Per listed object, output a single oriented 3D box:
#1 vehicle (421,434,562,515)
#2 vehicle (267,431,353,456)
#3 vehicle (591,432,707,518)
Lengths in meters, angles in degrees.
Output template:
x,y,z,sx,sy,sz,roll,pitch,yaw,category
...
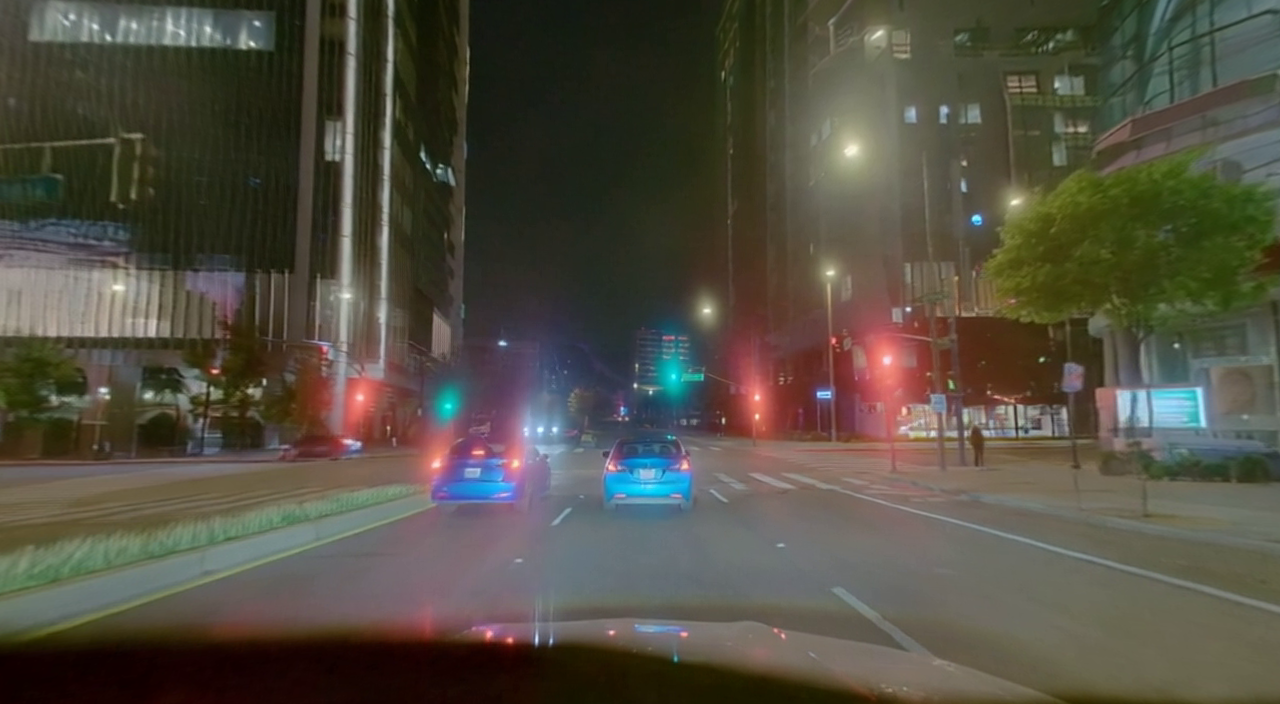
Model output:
x,y,z,sx,sy,sz,roll,pitch,yaw,category
-3.017,2.596,13.977,1.995,1.479,4.627,0,-8,0,vehicle
-21.337,5.960,41.075,4.533,1.520,1.887,2,-9,-13,vehicle
0.129,2.417,12.940,2.016,1.478,3.795,0,-8,-1,vehicle
